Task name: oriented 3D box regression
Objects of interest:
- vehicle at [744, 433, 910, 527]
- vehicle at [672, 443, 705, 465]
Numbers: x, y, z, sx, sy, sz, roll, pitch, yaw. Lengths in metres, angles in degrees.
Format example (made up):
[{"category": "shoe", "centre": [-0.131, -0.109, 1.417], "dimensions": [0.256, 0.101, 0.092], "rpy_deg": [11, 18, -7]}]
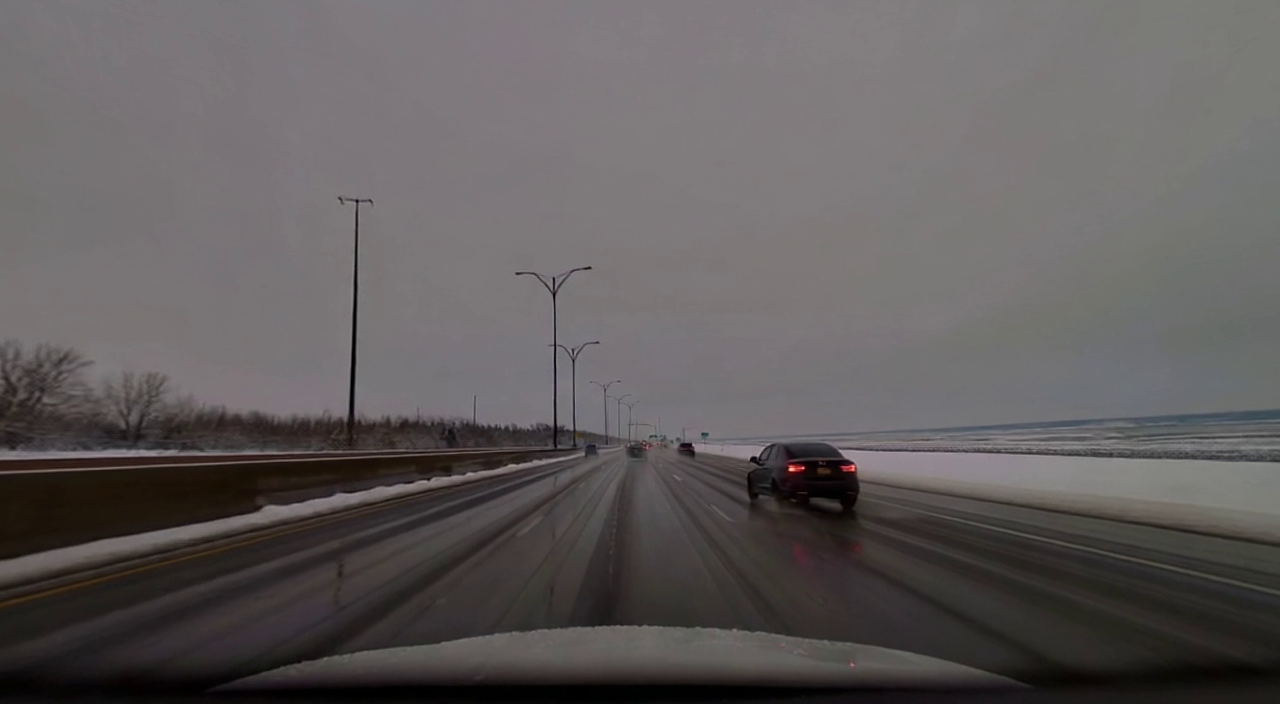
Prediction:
[{"category": "vehicle", "centre": [3.390, 2.395, 12.452], "dimensions": [1.890, 1.490, 4.373], "rpy_deg": [0, -8, -1]}, {"category": "vehicle", "centre": [3.521, 7.449, 46.466], "dimensions": [2.000, 1.533, 4.438], "rpy_deg": [0, -8, -1]}]
